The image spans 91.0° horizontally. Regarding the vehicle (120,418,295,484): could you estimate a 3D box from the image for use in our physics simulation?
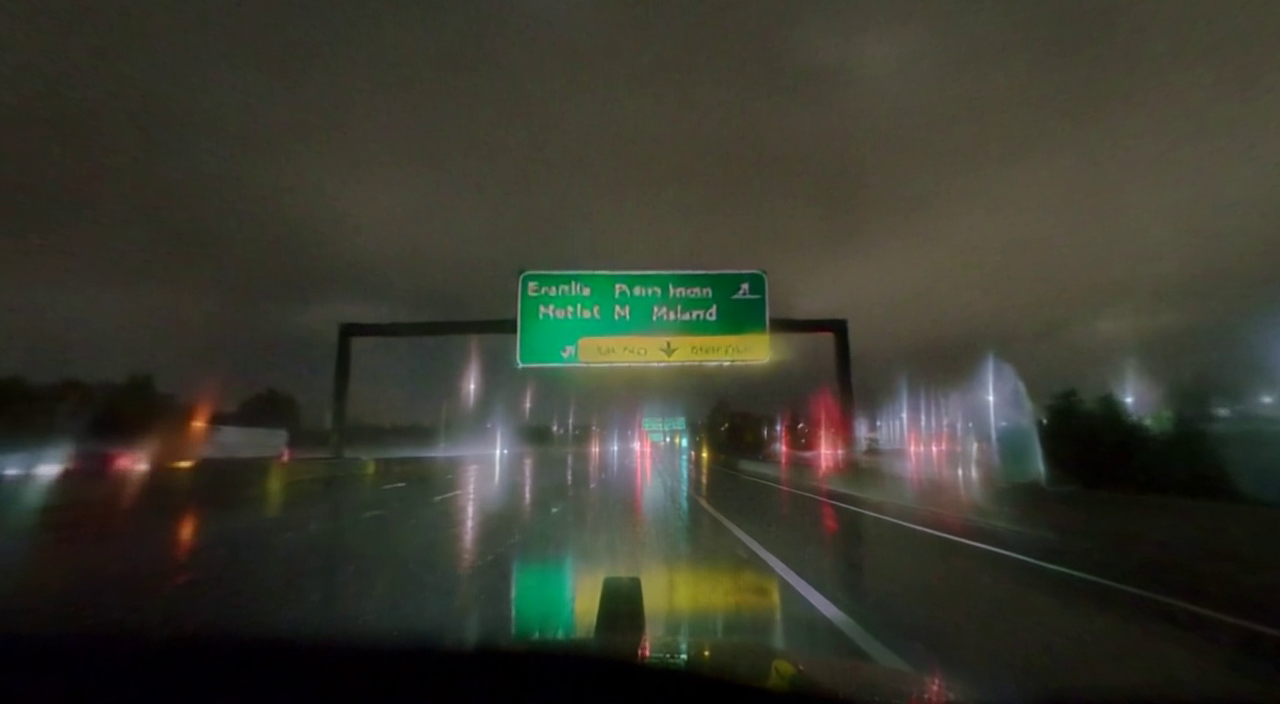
[{"bbox_3d":[-27.784,6.494,41.624,3.007,3.740,11.544,0,-9,2],"label":"vehicle"}]

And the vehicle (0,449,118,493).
[{"bbox_3d":[-24.399,4.828,25.939,1.946,1.620,4.287,-1,-9,2],"label":"vehicle"}]
